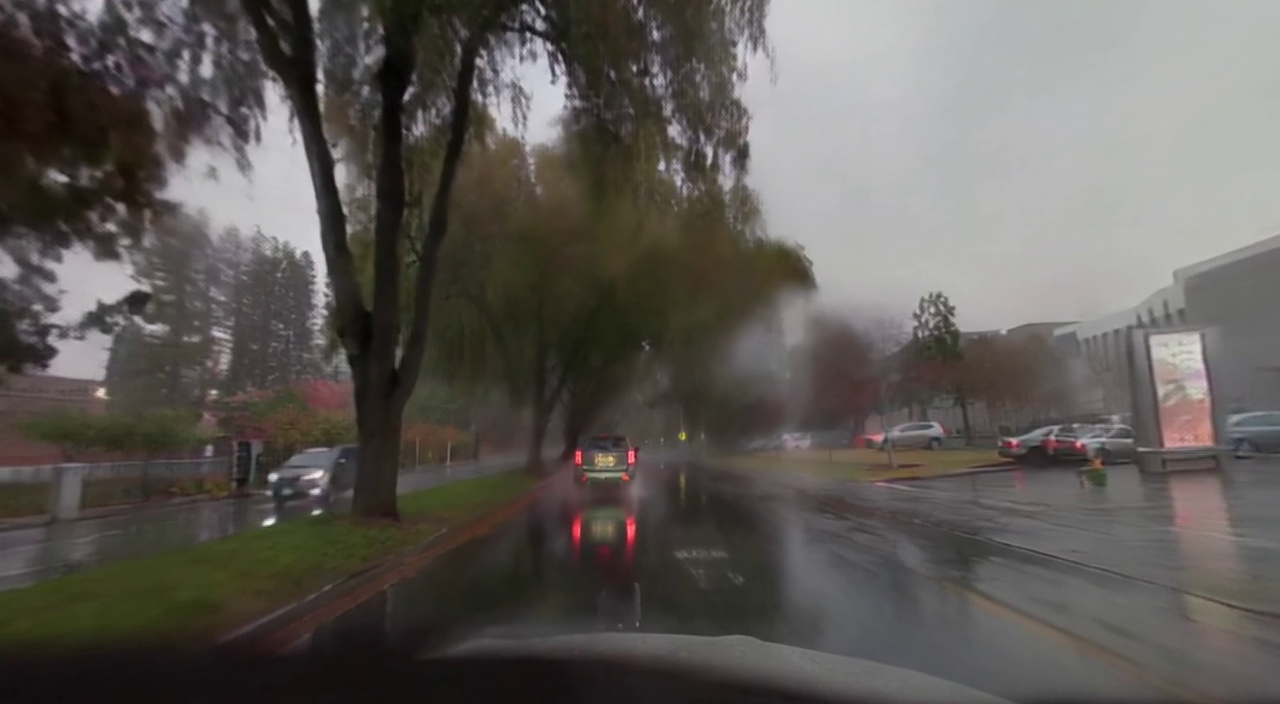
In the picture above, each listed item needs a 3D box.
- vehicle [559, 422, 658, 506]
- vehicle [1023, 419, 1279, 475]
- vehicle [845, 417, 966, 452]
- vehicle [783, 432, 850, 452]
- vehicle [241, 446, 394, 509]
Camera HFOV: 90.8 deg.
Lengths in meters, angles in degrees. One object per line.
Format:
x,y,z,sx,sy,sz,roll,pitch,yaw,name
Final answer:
-0.747,2.871,16.782,2.157,1.816,5.804,0,-8,-1,vehicle
14.199,2.672,17.737,5.344,1.440,2.318,0,-8,2,vehicle
12.845,4.053,30.797,4.788,1.625,2.319,0,-8,-3,vehicle
12.492,6.395,44.864,4.090,1.433,1.983,0,-8,-1,vehicle
-8.826,3.419,17.861,2.027,1.493,4.707,0,-8,-3,vehicle
